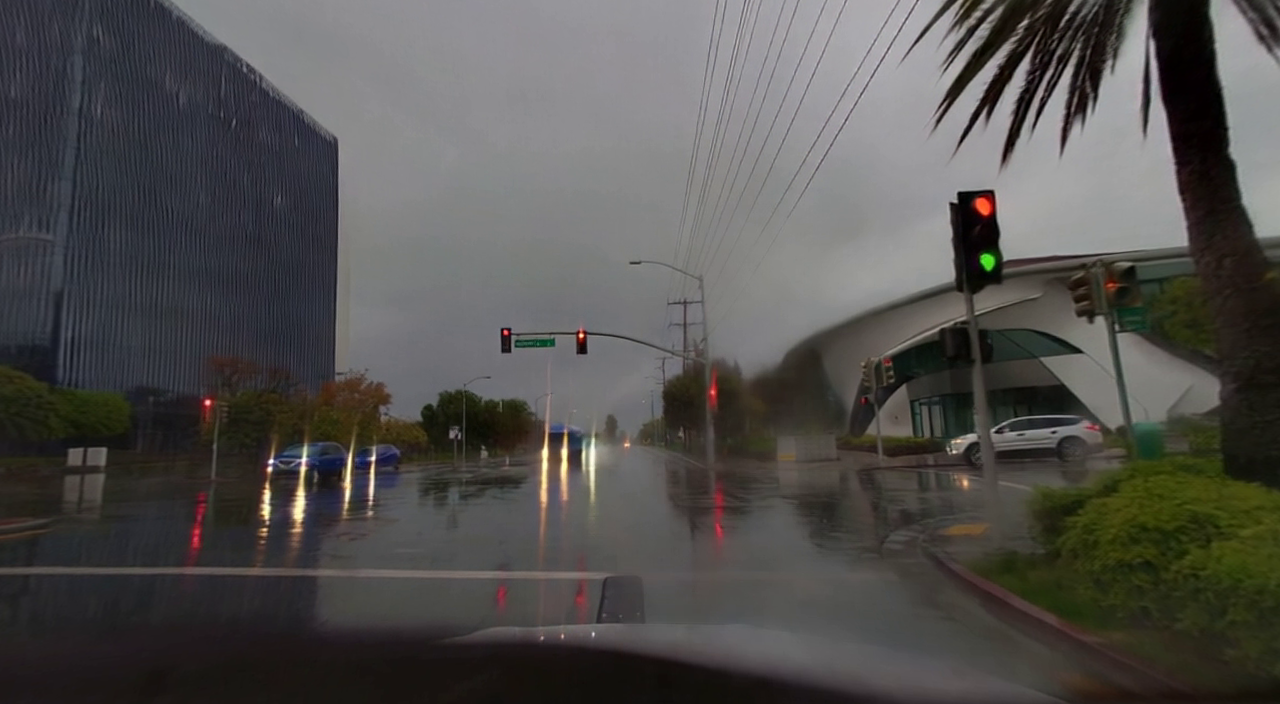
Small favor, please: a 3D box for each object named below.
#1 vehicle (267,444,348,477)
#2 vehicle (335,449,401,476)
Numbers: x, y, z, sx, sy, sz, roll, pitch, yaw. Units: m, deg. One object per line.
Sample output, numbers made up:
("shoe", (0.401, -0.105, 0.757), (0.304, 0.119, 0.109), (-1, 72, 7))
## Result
("vehicle", (-19.049, 6.218, 36.343), (2.017, 1.739, 4.569), (0, -9, 2))
("vehicle", (-15.314, 6.202, 35.639), (1.875, 1.389, 3.784), (0, -9, 3))
